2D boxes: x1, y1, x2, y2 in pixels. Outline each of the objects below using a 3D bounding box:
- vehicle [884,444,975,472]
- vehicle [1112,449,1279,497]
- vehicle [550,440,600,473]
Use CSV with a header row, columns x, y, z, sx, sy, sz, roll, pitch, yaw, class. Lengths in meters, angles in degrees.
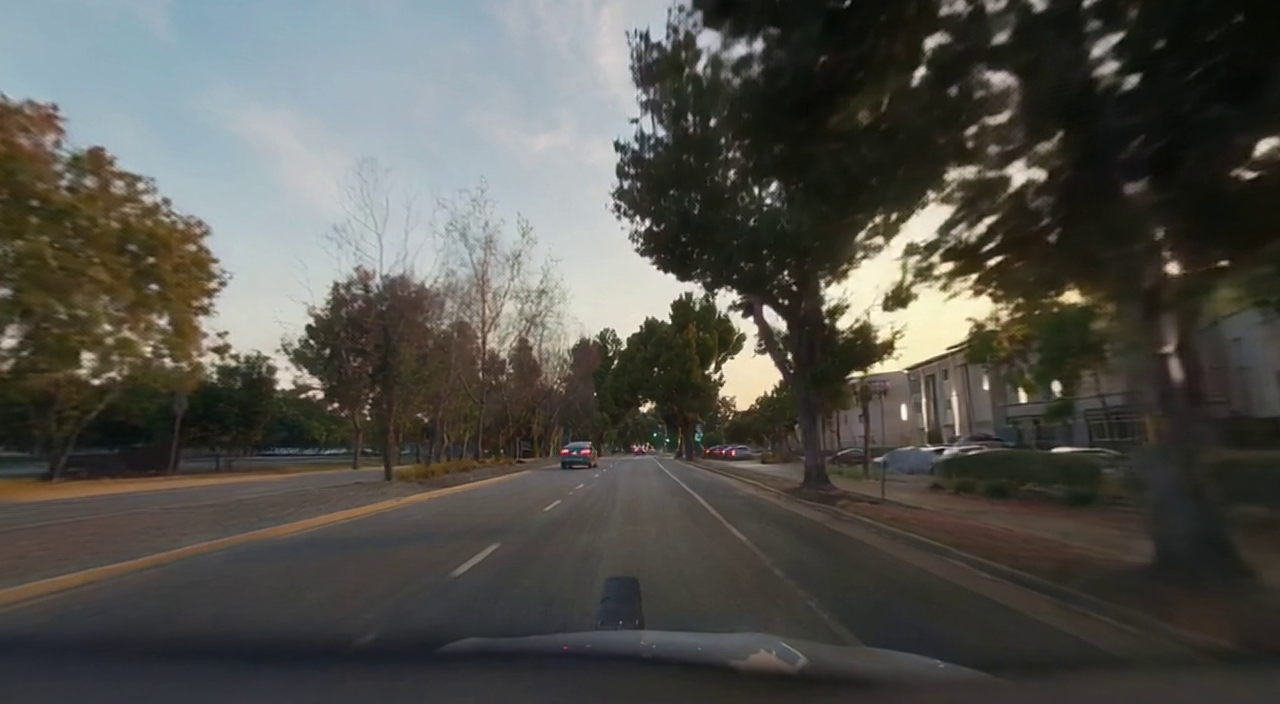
x,y,z,sx,sy,sz,roll,pitch,yaw,class
16.334,5.978,35.715,4.226,1.499,1.943,1,-8,-11,vehicle
18.003,3.859,20.341,4.230,1.384,1.882,1,-8,-7,vehicle
-3.222,5.238,32.107,2.030,1.550,3.925,0,-8,1,vehicle
